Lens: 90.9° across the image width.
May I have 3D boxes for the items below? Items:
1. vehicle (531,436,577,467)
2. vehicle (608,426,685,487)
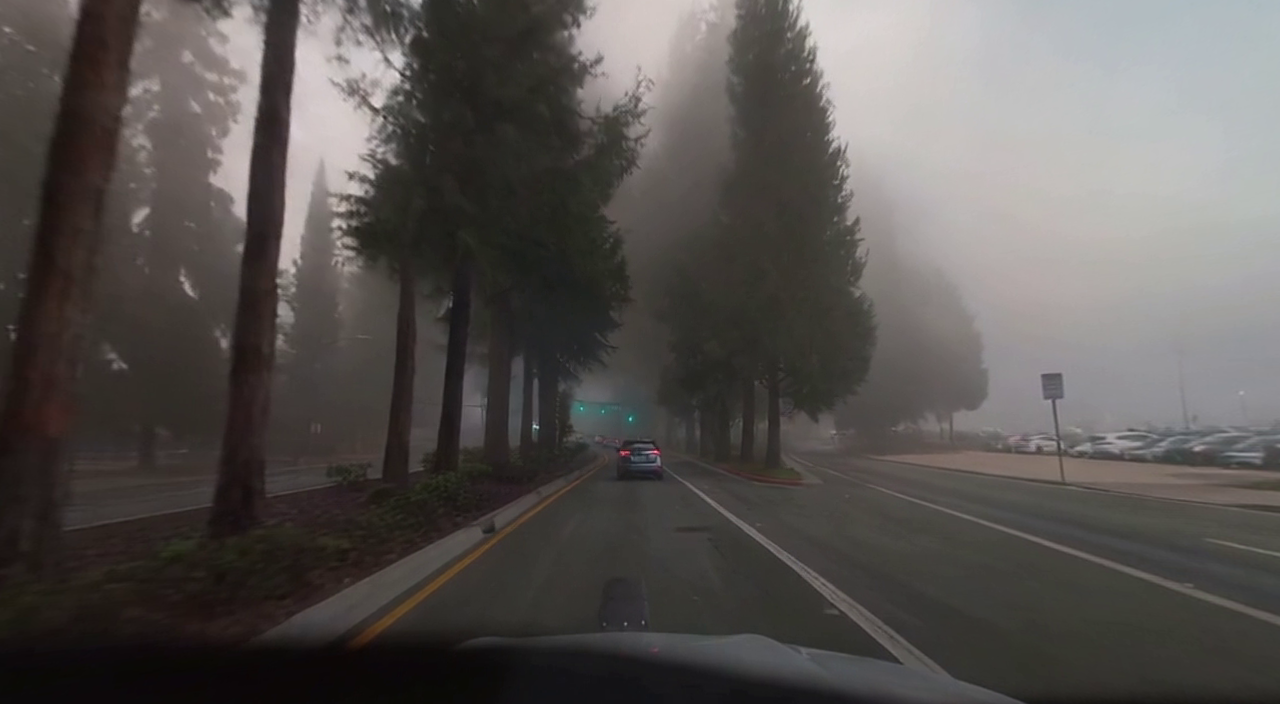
[{"bbox_3d":[-4.528,5.339,33.804,1.950,1.563,3.727,0,-9,0],"label":"vehicle"},{"bbox_3d":[0.151,3.211,19.554,2.135,1.691,3.884,0,-9,-1],"label":"vehicle"}]
